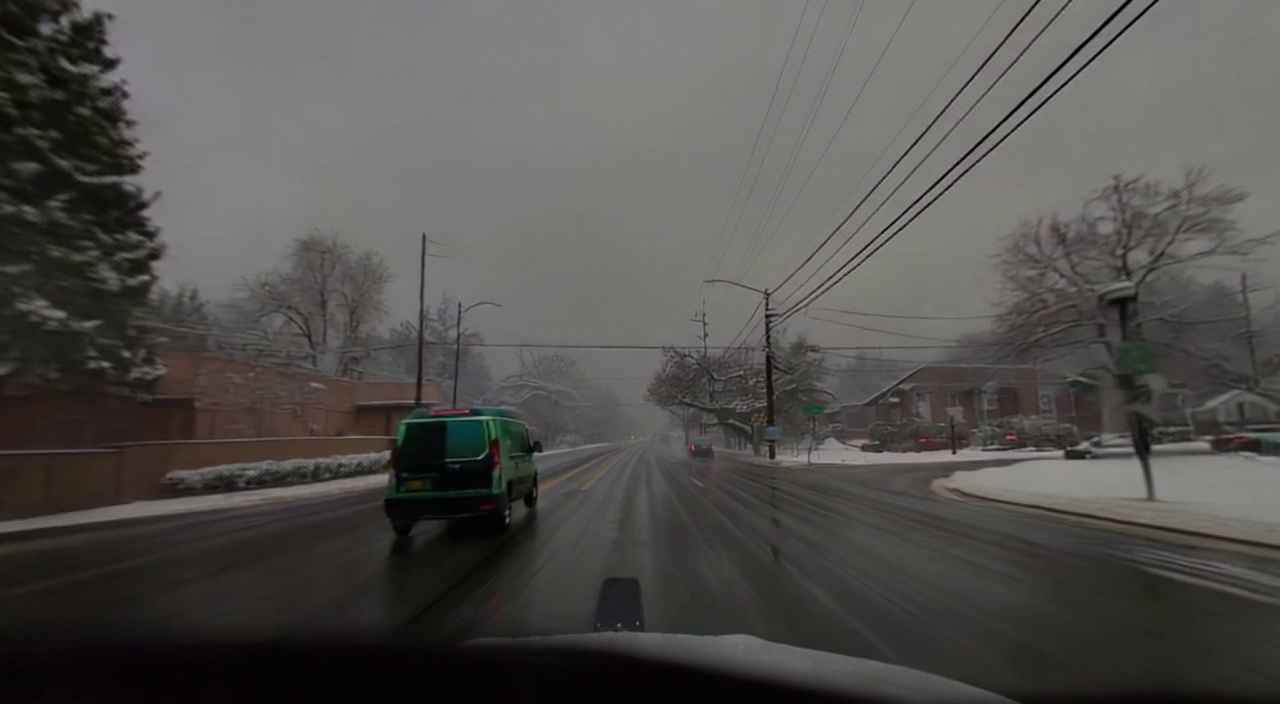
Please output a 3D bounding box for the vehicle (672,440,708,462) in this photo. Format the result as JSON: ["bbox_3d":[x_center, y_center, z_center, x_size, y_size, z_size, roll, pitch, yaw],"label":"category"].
[{"bbox_3d":[3.372,6.764,43.269,2.015,1.467,4.117,0,-8,-1],"label":"vehicle"}]
